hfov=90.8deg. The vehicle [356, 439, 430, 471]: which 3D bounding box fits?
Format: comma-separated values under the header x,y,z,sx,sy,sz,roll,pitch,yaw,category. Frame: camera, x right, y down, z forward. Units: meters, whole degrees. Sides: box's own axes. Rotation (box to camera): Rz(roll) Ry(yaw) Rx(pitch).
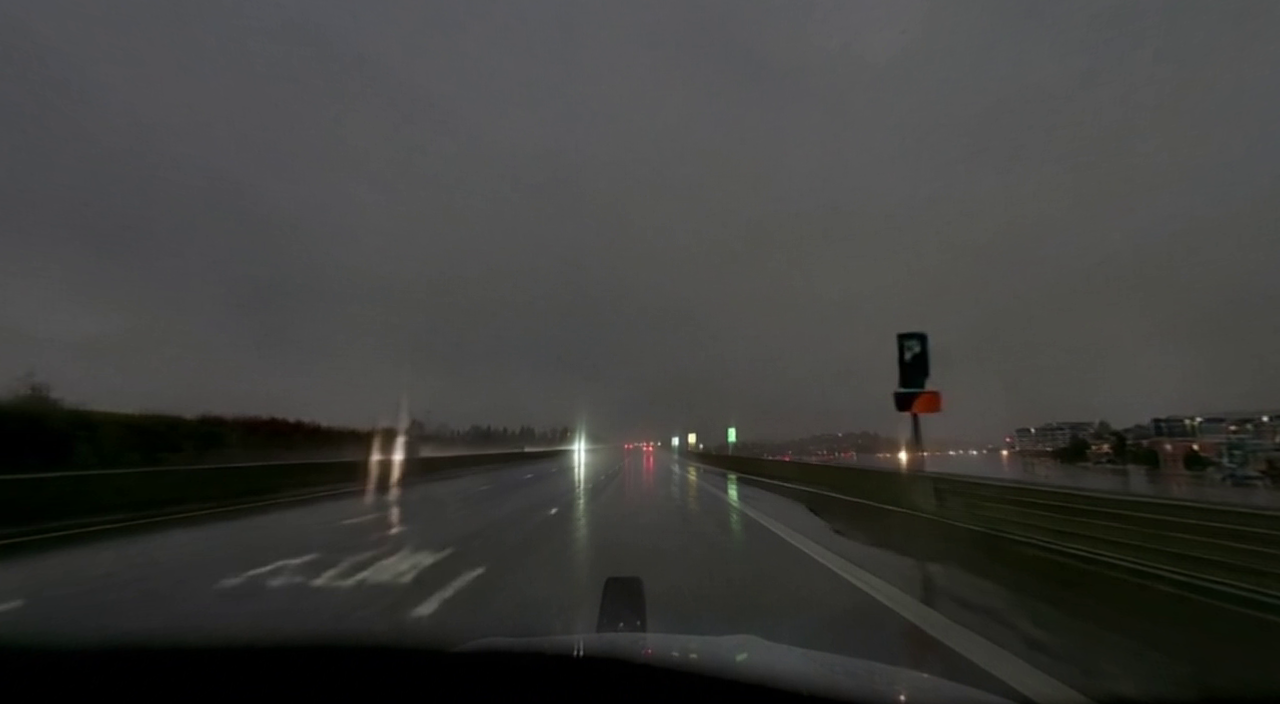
x,y,z,sx,sy,sz,roll,pitch,yaw,category
-15.177,6.355,39.185,2.258,1.818,5.703,0,-9,0,vehicle
